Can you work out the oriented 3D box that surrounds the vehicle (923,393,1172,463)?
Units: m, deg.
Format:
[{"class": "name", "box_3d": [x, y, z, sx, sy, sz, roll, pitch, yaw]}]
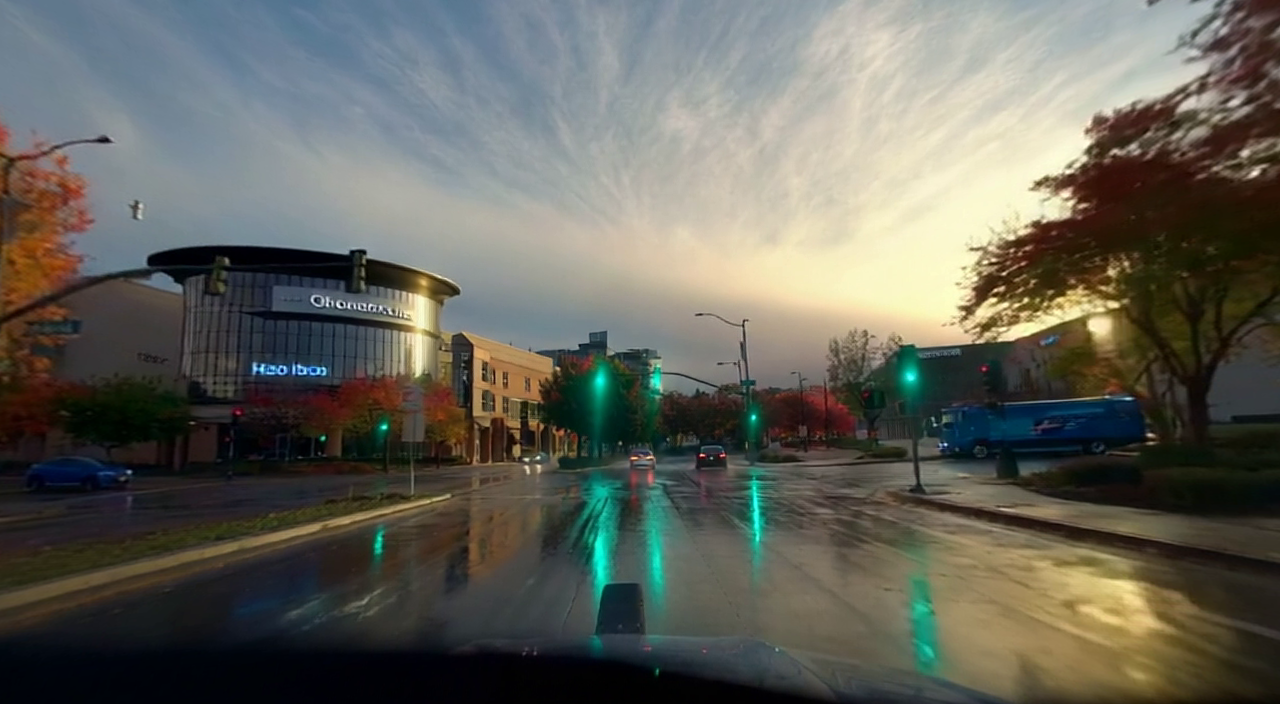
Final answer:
[{"class": "vehicle", "box_3d": [21.647, 4.155, 34.129, 10.893, 3.534, 3.195, -1, -9, 4]}]

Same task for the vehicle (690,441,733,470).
[{"class": "vehicle", "box_3d": [4.664, 6.874, 41.899, 2.174, 1.749, 4.739, 0, -9, -1]}]

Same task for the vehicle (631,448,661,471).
[{"class": "vehicle", "box_3d": [0.430, 7.486, 43.981, 2.014, 1.525, 4.197, 0, -9, 1]}]

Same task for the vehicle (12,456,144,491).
[{"class": "vehicle", "box_3d": [-26.887, 5.813, 30.213, 4.500, 1.555, 1.913, 0, -9, 2]}]
